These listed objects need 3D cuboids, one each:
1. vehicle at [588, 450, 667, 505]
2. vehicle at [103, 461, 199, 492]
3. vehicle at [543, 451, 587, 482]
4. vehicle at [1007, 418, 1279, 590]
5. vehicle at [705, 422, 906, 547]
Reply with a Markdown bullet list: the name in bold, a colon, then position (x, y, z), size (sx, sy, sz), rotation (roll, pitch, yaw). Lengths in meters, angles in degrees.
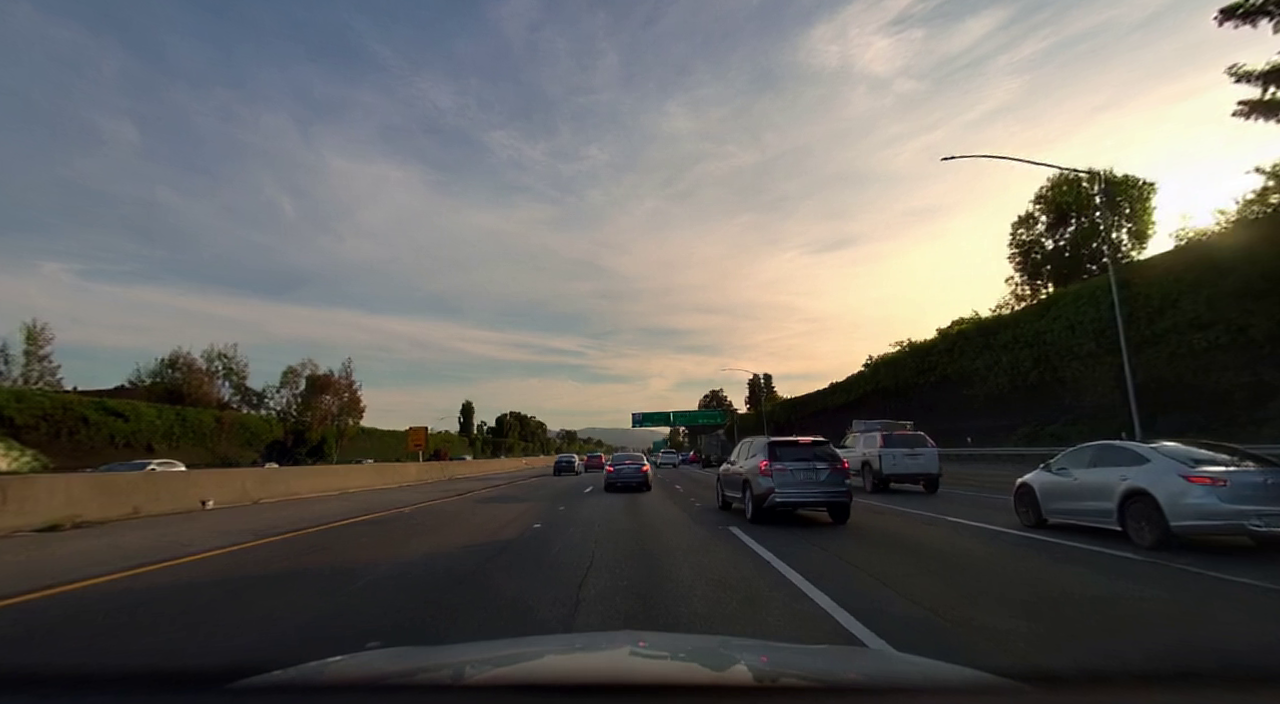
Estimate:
- **vehicle**: position (-0.319, 3.773, 19.361), size (2.157, 1.495, 4.038), rotation (0, -9, 1)
- **vehicle**: position (-28.917, 7.325, 37.445), size (1.914, 1.634, 4.517), rotation (0, -9, 1)
- **vehicle**: position (-4.178, 6.385, 35.484), size (1.889, 1.600, 4.043), rotation (0, -9, 1)
- **vehicle**: position (7.167, 1.810, 8.272), size (1.972, 1.647, 4.429), rotation (0, -9, 0)
- **vehicle**: position (2.553, 2.182, 10.949), size (2.230, 1.740, 3.976), rotation (1, -9, -3)
